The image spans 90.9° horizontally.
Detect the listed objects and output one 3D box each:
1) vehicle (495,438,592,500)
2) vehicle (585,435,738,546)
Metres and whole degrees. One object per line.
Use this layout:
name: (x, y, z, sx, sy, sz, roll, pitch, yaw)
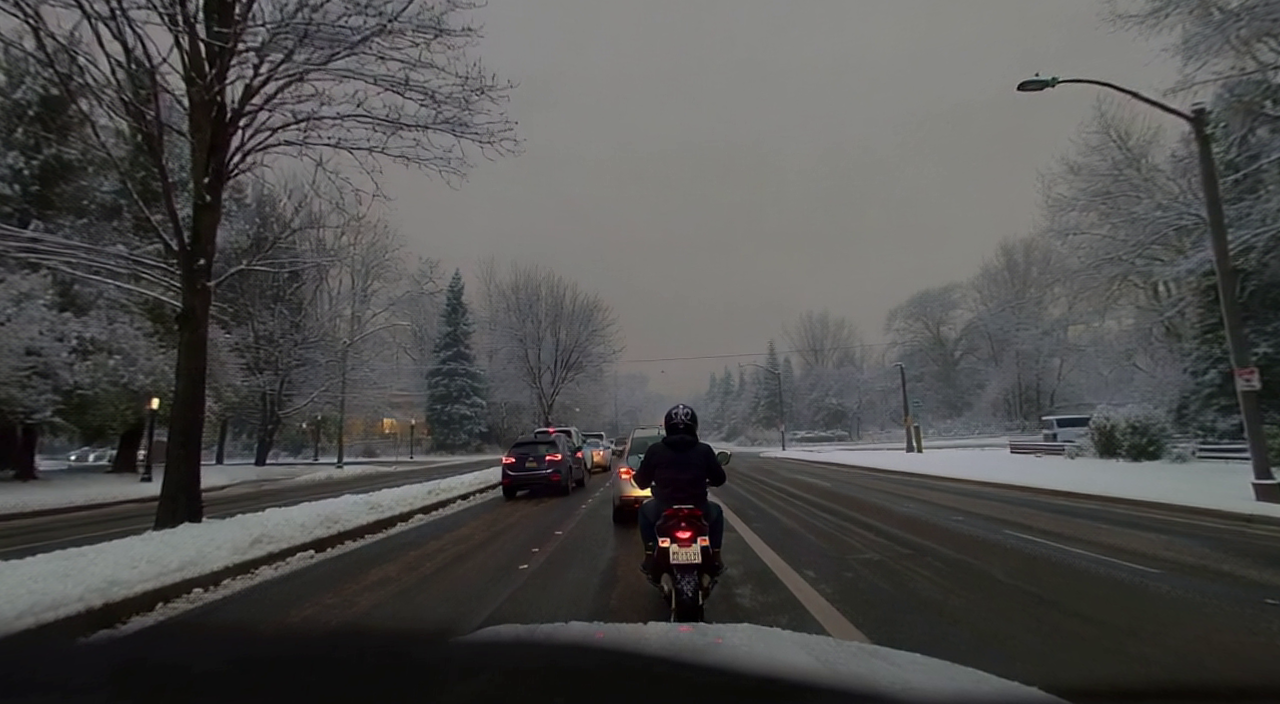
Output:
vehicle: (-2.550, 3.190, 17.659, 1.979, 1.499, 3.840, -1, -8, 2)
vehicle: (0.327, 2.173, 10.703, 2.009, 1.450, 4.608, -1, -8, 1)
